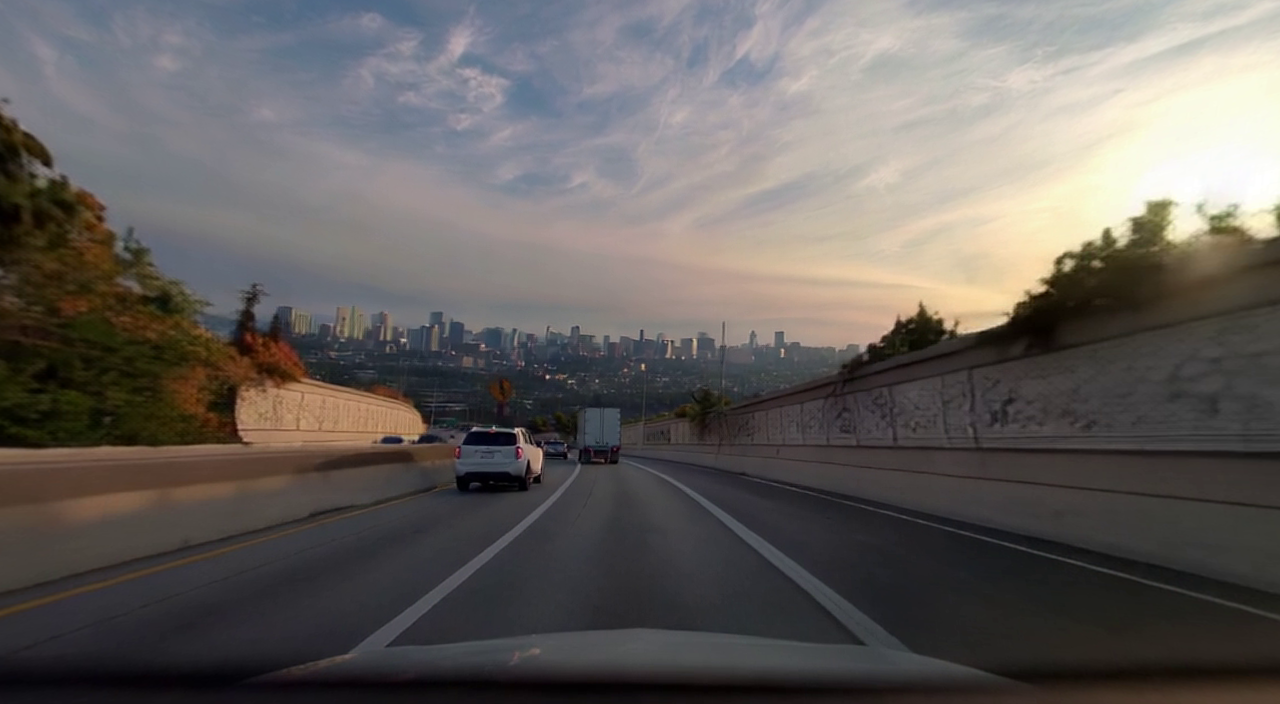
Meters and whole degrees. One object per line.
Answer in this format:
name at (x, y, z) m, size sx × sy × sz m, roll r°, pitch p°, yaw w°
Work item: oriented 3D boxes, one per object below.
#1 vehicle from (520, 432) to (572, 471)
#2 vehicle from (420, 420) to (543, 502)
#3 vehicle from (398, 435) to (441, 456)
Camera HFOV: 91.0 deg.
vehicle at (-4.520, 4.880, 31.046) m, size 2.044 × 1.740 × 4.361 m, roll 1°, pitch -9°, yaw -2°
vehicle at (-3.755, 2.672, 15.804) m, size 2.041 × 1.734 × 4.391 m, roll 1°, pitch -8°, yaw -1°
vehicle at (-16.179, 6.885, 46.394) m, size 1.829 × 1.490 × 4.148 m, roll 1°, pitch -9°, yaw -4°
